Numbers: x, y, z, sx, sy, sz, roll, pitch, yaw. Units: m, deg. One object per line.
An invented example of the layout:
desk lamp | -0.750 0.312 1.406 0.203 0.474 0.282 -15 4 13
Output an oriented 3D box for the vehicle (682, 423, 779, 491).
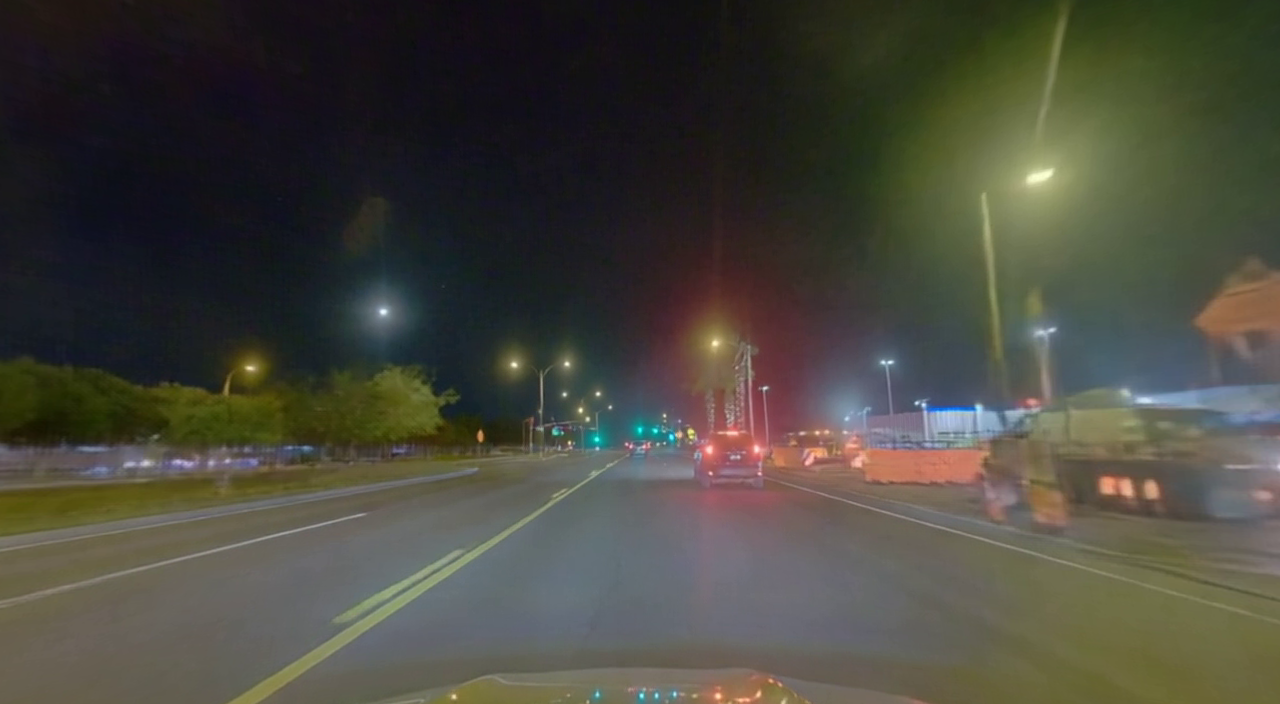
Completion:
vehicle | 2.849 3.520 21.335 2.386 1.970 5.665 0 -8 -1

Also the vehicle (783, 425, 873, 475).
vehicle | 10.805 5.726 37.048 2.799 2.593 7.710 -1 -8 -1

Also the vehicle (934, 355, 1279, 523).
vehicle | 11.921 2.444 17.528 3.086 3.442 9.030 0 -8 1

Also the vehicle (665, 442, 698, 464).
vehicle | 3.029 7.541 46.978 2.148 1.562 4.642 0 -8 0

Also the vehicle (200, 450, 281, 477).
vehicle | -24.877 6.937 39.338 1.911 1.489 4.779 0 -8 0
